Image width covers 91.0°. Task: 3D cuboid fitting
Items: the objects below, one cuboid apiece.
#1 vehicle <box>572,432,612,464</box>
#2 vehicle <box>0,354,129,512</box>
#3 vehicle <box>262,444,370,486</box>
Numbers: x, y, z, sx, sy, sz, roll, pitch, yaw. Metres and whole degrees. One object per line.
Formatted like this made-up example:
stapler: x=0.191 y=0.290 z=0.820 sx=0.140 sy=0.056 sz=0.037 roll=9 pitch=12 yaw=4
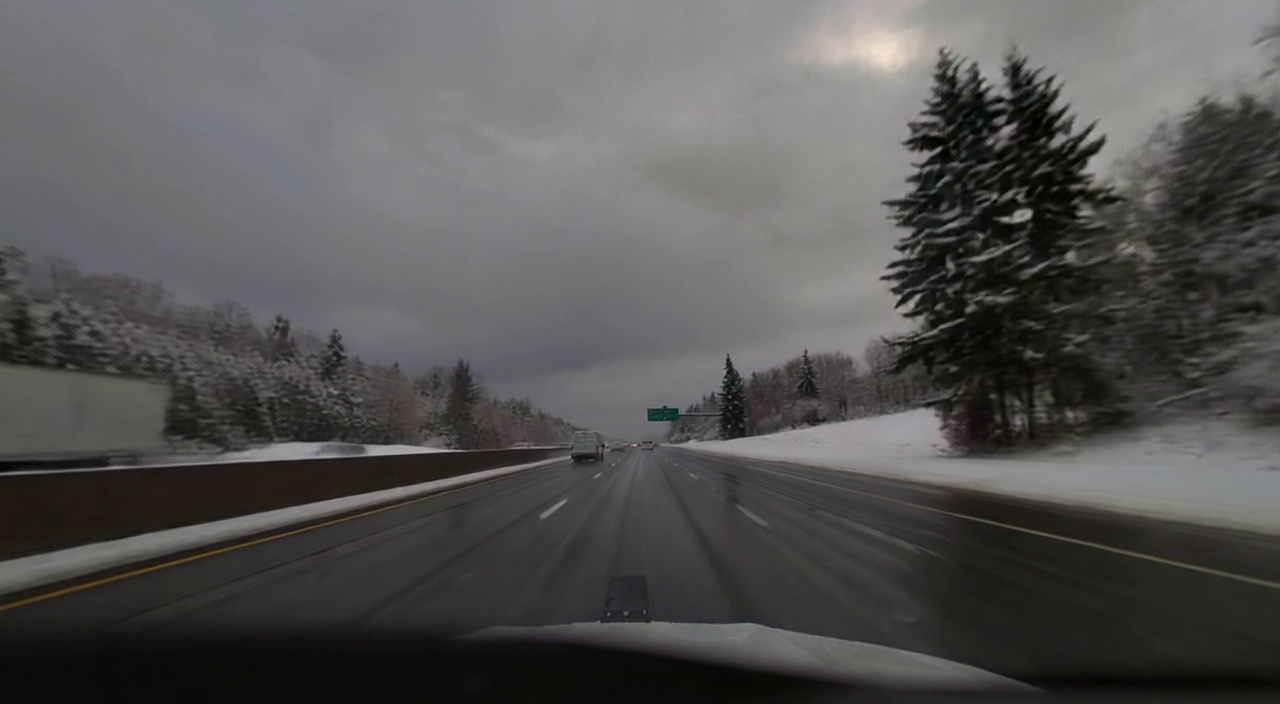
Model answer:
vehicle: x=-3.219 y=6.589 z=43.262 sx=2.286 sy=2.011 sz=4.452 roll=0 pitch=-8 yaw=1
vehicle: x=-17.186 y=1.799 z=14.141 sx=2.987 sy=3.827 sz=9.899 roll=0 pitch=-8 yaw=0
vehicle: x=-12.812 y=4.454 z=25.245 sx=1.994 sy=1.519 sz=4.317 roll=0 pitch=-8 yaw=1
